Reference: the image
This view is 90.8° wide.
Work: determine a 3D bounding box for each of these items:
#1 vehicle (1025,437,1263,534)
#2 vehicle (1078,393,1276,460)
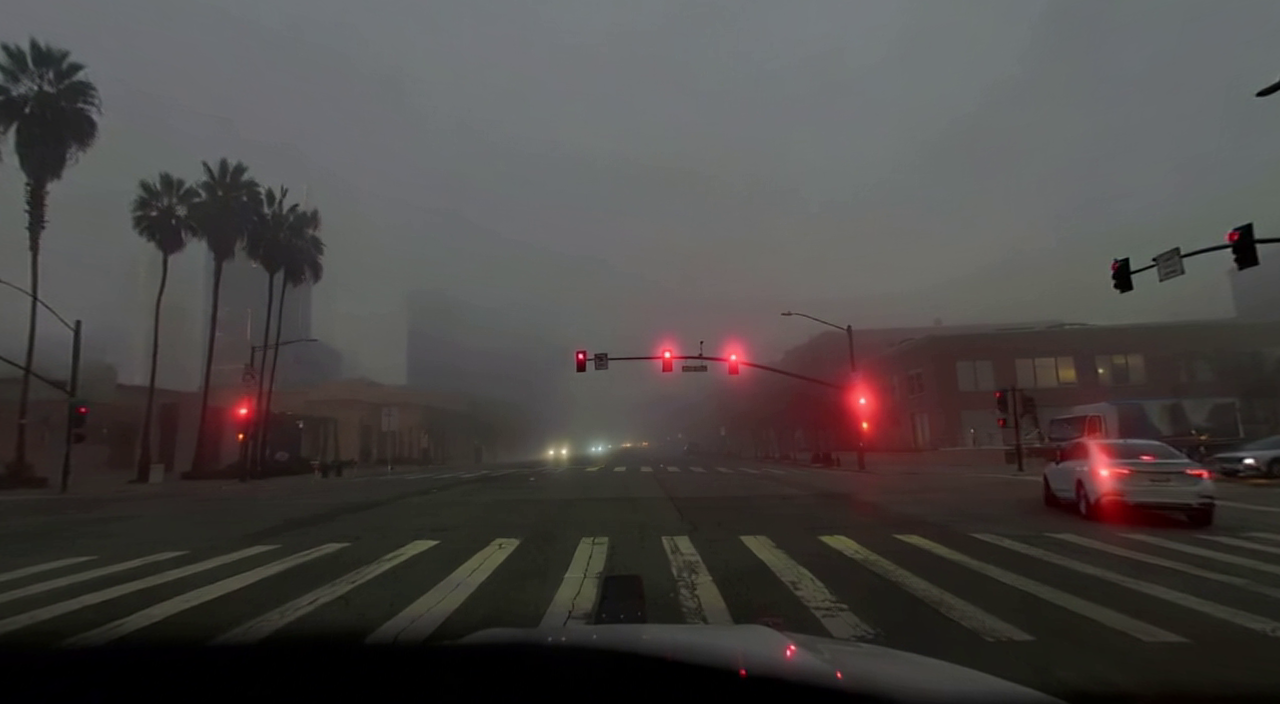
[{"bbox_3d":[9.308,2.434,12.259,2.003,1.475,4.520,-3,-9,17],"label":"vehicle"},{"bbox_3d":[32.637,4.722,39.328,2.863,3.609,10.252,0,-8,-3],"label":"vehicle"}]
